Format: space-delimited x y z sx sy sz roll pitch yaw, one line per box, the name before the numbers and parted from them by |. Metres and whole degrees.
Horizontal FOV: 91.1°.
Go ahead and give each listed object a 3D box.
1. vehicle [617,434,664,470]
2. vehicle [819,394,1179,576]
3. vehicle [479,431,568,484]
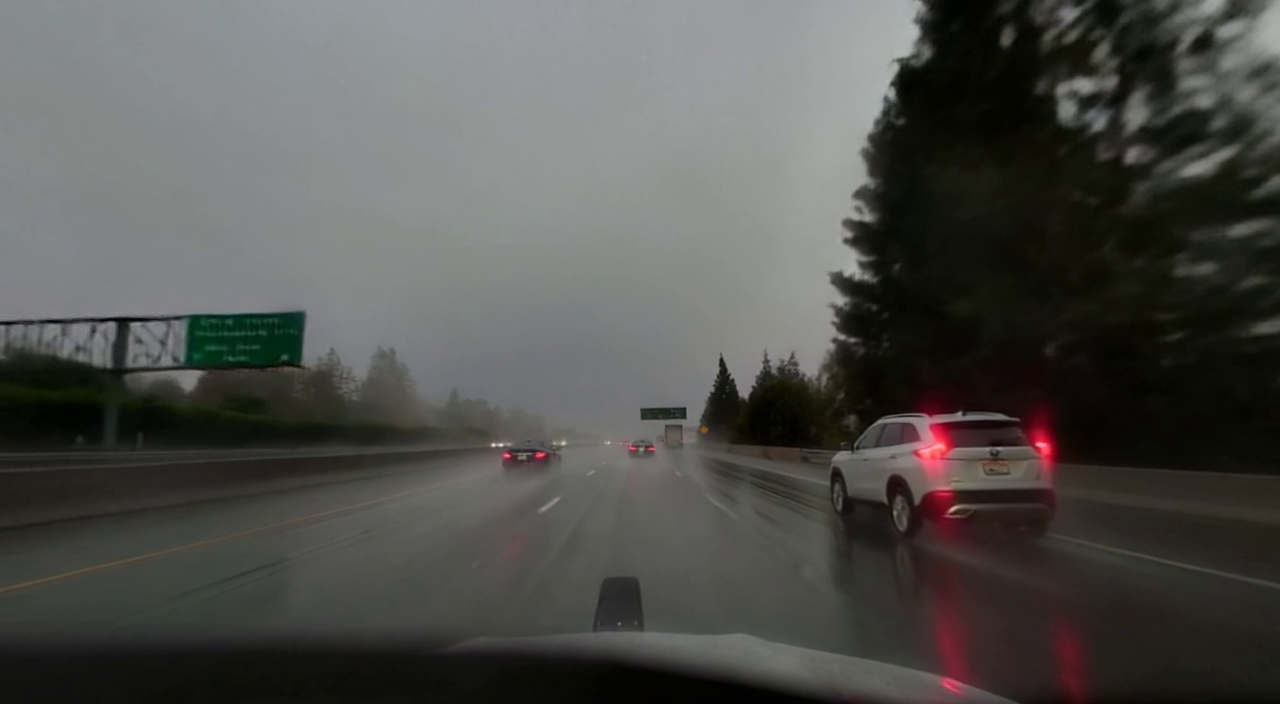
vehicle | 0.023 4.604 29.156 2.049 1.542 3.816 0 -8 0
vehicle | 4.038 1.563 8.167 2.025 1.707 4.279 0 -8 -2
vehicle | -3.719 3.464 20.968 2.066 1.561 4.495 0 -8 1
